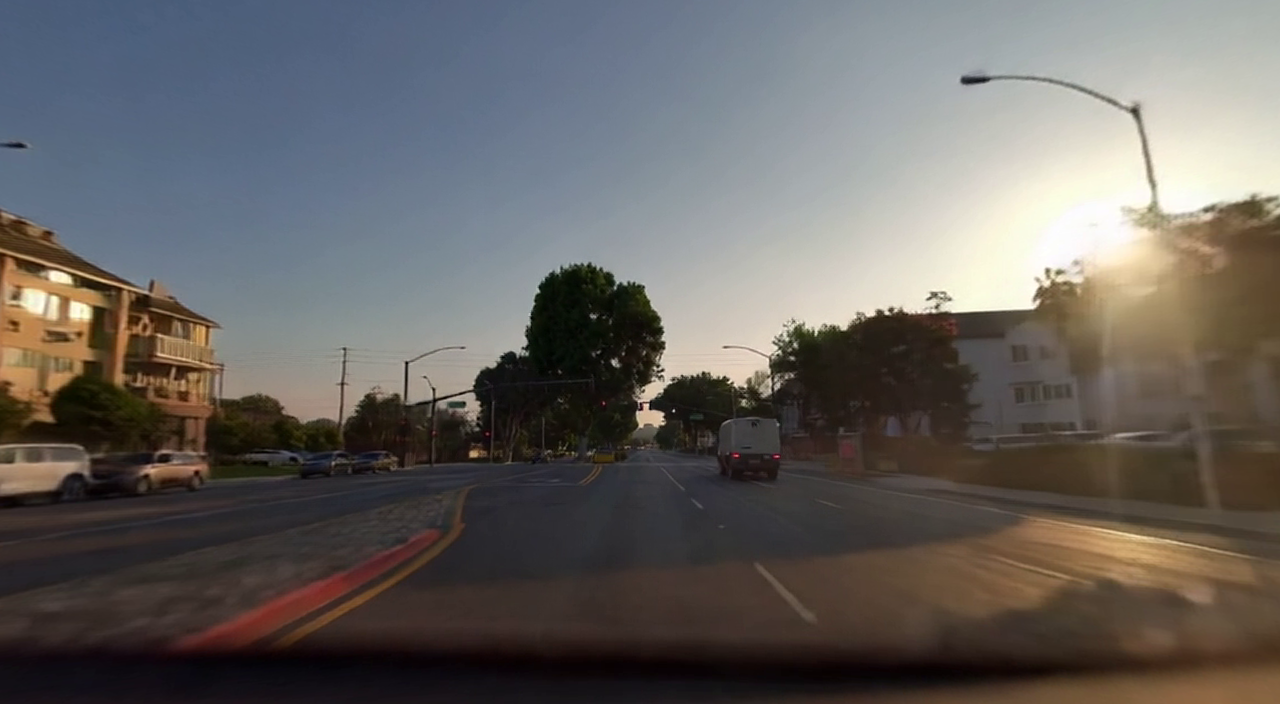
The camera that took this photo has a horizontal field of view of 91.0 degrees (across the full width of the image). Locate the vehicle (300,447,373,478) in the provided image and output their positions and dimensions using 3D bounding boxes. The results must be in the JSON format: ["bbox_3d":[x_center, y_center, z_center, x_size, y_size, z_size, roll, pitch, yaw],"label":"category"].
[{"bbox_3d":[-18.342,6.707,38.363,2.097,1.733,4.527,0,-9,1],"label":"vehicle"}]

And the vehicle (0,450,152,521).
[{"bbox_3d":[-15.408,3.373,16.444,1.917,1.577,3.995,0,-9,4],"label":"vehicle"}]

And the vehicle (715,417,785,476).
[{"bbox_3d":[6.514,5.774,38.468,2.802,3.208,7.459,0,-9,-1],"label":"vehicle"}]

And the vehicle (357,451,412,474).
[{"bbox_3d":[-18.218,7.876,45.125,1.901,1.513,4.795,0,-9,0],"label":"vehicle"}]
